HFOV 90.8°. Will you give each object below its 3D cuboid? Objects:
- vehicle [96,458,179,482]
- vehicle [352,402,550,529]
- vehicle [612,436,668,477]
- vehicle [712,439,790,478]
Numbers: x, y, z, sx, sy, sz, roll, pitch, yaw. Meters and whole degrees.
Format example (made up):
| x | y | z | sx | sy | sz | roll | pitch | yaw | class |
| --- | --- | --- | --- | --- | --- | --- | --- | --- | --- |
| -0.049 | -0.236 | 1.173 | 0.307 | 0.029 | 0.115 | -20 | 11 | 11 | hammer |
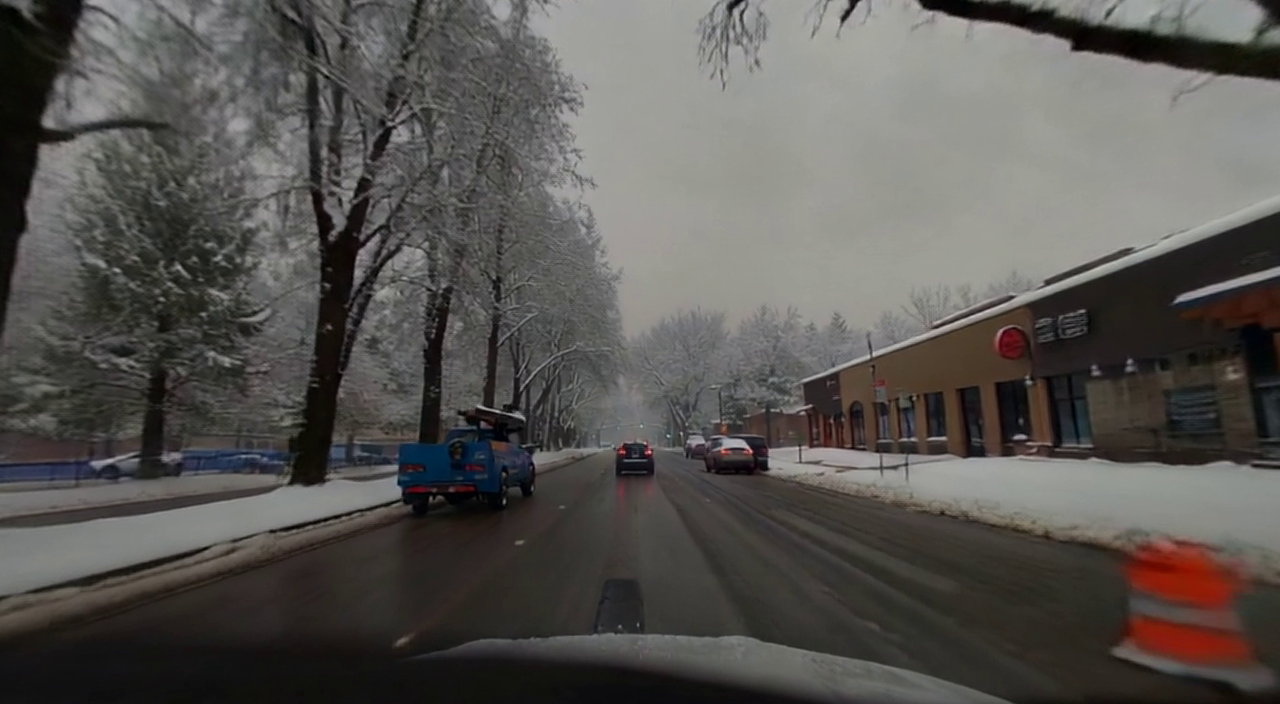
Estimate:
| x | y | z | sx | sy | sz | roll | pitch | yaw | class |
| --- | --- | --- | --- | --- | --- | --- | --- | --- | --- |
| -34.849 | 8.190 | 43.956 | 1.876 | 1.470 | 4.711 | 0 | -8 | 0 | vehicle |
| -3.508 | 2.287 | 13.302 | 2.424 | 2.063 | 5.678 | 0 | -9 | 0 | vehicle |
| -0.046 | 4.856 | 29.552 | 2.413 | 1.748 | 4.406 | 0 | -8 | -1 | vehicle |
| 4.950 | 4.807 | 28.878 | 2.082 | 1.601 | 4.451 | 1 | -9 | -10 | vehicle |
